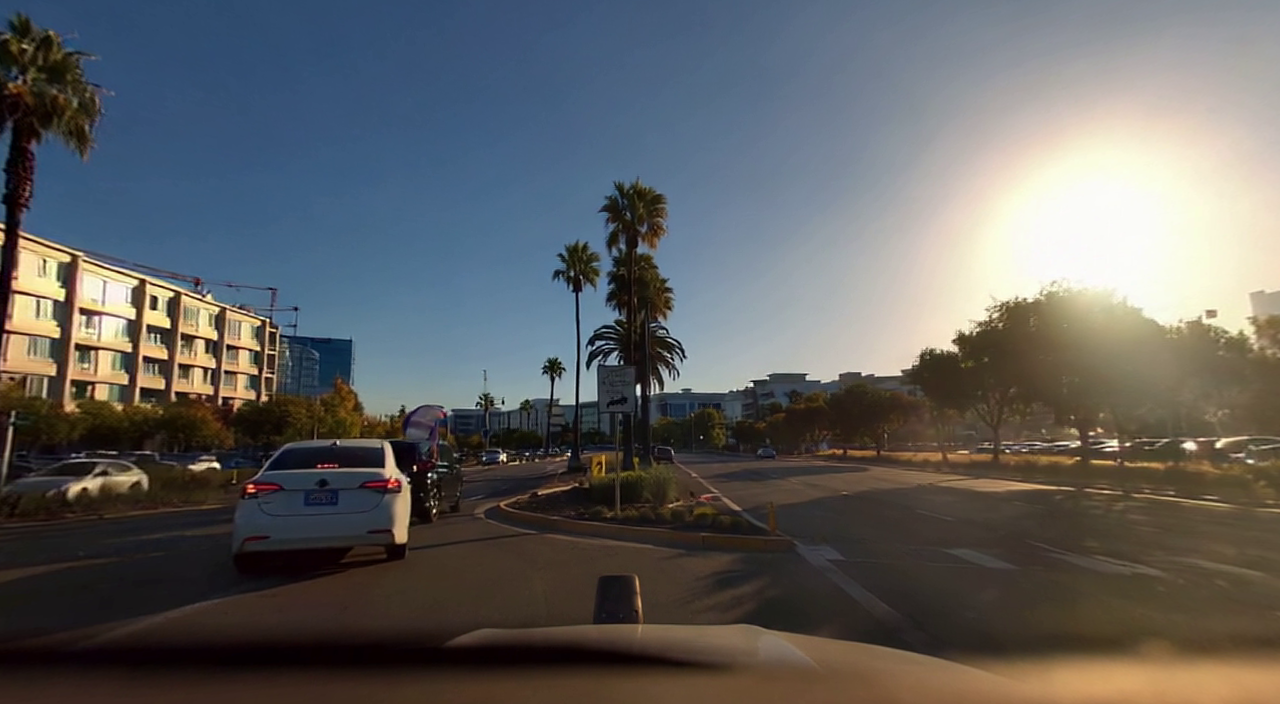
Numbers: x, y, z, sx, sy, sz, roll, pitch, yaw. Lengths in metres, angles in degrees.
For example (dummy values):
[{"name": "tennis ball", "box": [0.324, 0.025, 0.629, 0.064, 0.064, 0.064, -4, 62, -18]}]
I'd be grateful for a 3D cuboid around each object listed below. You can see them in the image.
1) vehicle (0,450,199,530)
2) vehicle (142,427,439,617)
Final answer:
[{"name": "vehicle", "box": [-12.593, 2.971, 14.233, 2.099, 1.464, 4.615, 0, -9, -2]}, {"name": "vehicle", "box": [-4.255, 1.683, 7.320, 1.986, 1.473, 4.382, 7, -11, -41]}]
